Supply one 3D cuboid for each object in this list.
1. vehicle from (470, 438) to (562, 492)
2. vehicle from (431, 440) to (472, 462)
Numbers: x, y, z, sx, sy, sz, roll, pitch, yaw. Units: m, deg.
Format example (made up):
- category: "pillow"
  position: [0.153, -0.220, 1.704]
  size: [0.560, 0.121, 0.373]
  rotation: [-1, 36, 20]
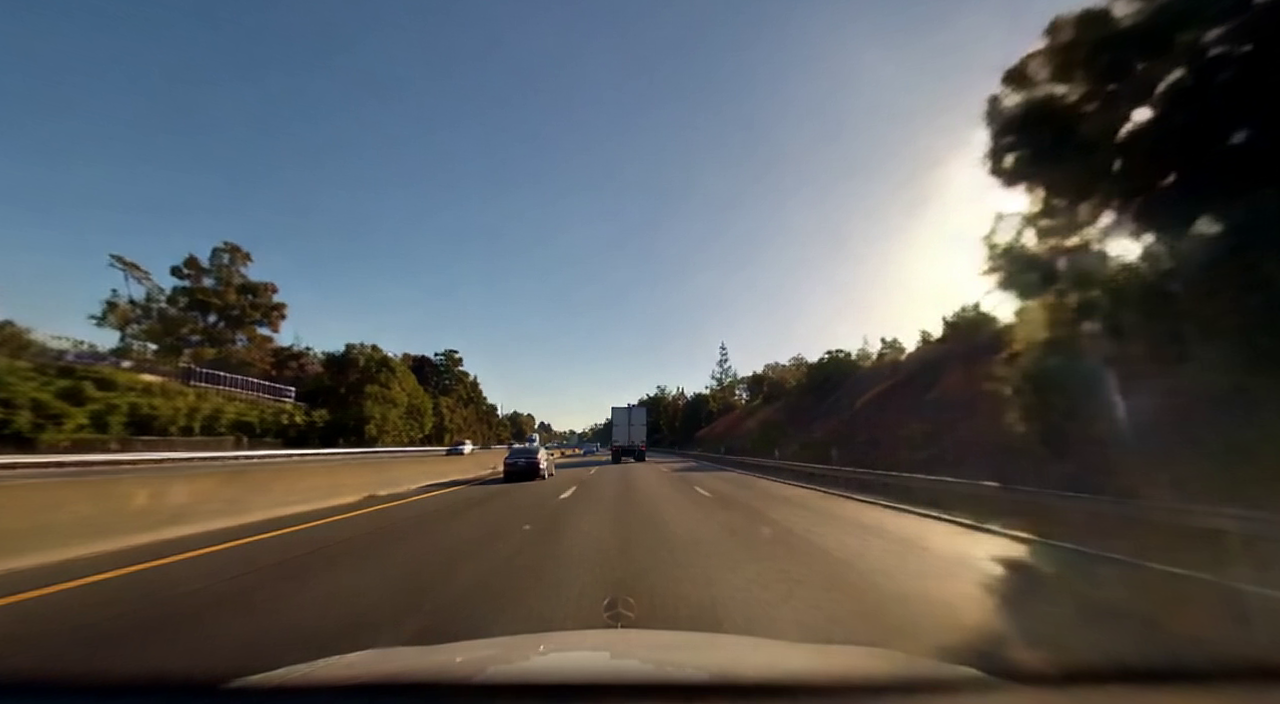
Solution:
- category: "vehicle"
  position: [-3.878, 3.628, 20.432]
  size: [2.057, 1.519, 4.372]
  rotation: [0, -9, 1]
- category: "vehicle"
  position: [-13.737, 7.266, 45.917]
  size: [1.815, 1.494, 4.002]
  rotation: [0, -9, 0]
